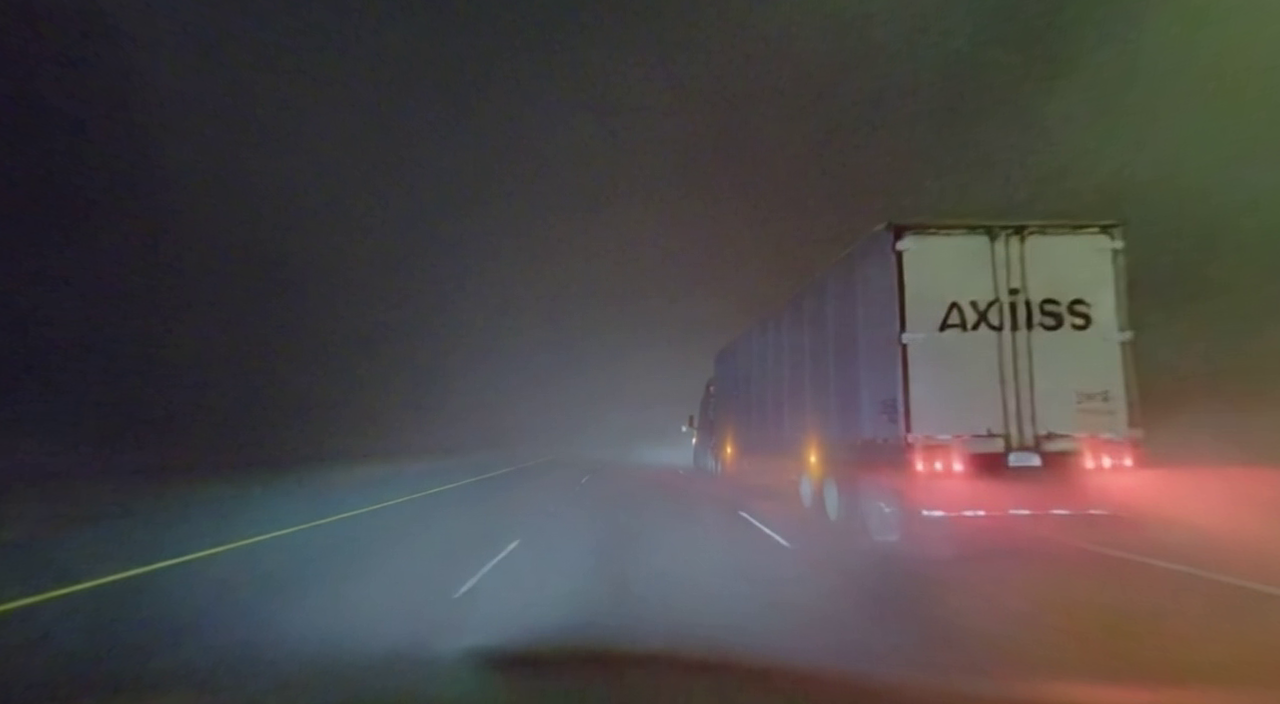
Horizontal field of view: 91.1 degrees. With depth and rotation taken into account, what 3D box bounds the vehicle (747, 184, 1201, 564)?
[{"bbox_3d":[4.170,0.760,11.080,2.880,3.986,9.103,0,-8,0],"label":"vehicle"}]
